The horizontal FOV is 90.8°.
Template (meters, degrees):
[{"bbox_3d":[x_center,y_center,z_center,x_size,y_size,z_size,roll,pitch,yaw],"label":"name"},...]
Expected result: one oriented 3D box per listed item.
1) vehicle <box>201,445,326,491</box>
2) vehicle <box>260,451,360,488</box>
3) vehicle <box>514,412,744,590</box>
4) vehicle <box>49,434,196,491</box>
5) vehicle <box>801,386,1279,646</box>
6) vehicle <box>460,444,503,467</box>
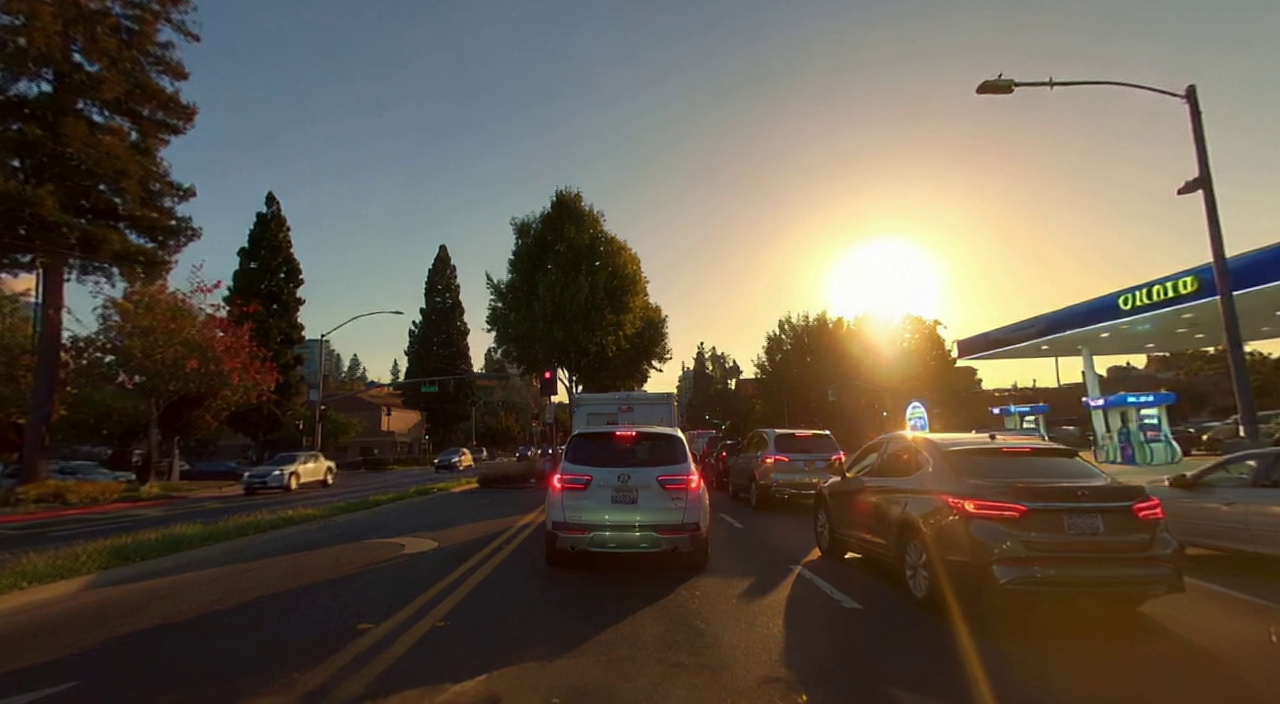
[{"bbox_3d":[-17.839,5.472,30.396,2.325,1.938,5.913,0,-9,0],"label":"vehicle"},{"bbox_3d":[-14.854,5.281,28.758,2.011,1.465,4.528,-1,-9,1],"label":"vehicle"},{"bbox_3d":[-0.141,1.651,7.736,2.106,1.613,3.697,0,-9,-1],"label":"vehicle"},{"bbox_3d":[-26.938,5.753,33.317,2.571,2.711,6.027,0,-9,-1],"label":"vehicle"},{"bbox_3d":[3.360,1.411,6.476,2.056,1.700,4.399,0,-9,-3],"label":"vehicle"},{"bbox_3d":[-11.427,7.494,45.860,1.955,1.546,4.232,-1,-9,1],"label":"vehicle"}]
